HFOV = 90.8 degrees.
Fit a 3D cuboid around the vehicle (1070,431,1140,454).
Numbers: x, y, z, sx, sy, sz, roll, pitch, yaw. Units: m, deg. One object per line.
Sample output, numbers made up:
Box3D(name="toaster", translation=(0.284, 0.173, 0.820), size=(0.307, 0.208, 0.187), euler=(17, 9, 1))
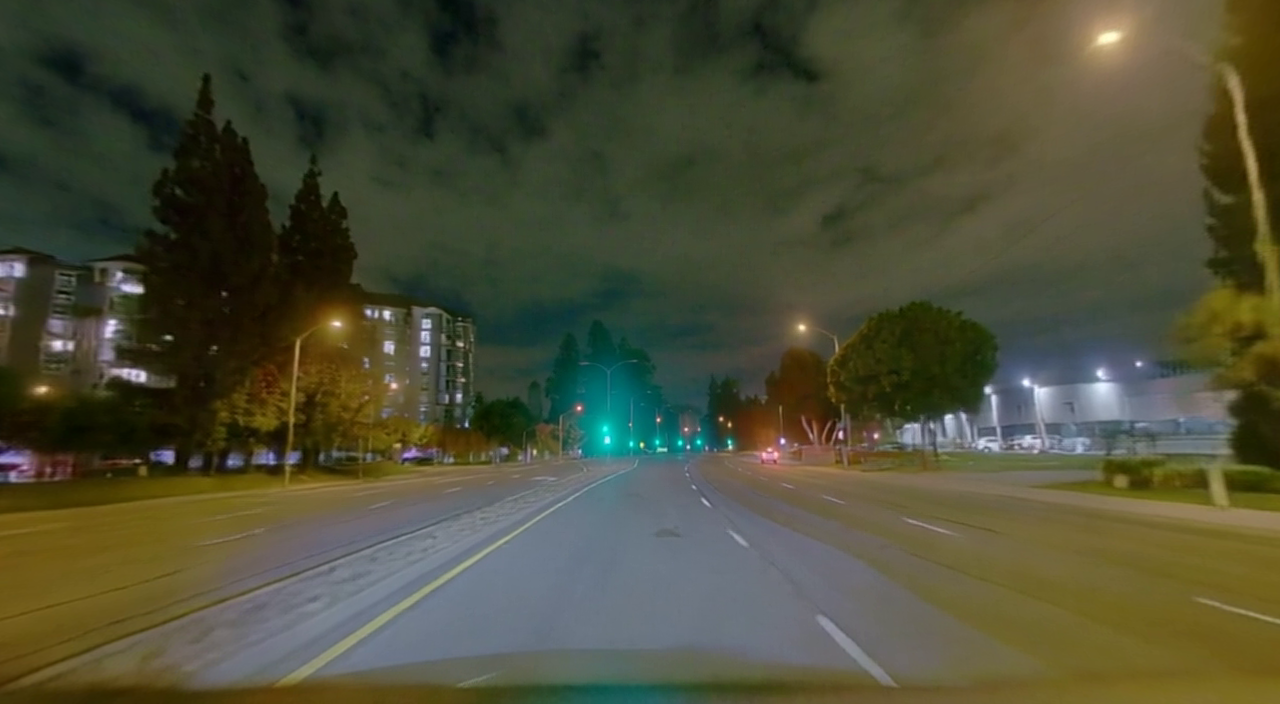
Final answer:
Box3D(name="vehicle", translation=(36.492, 7.127, 49.594), size=(4.540, 1.717, 1.926), euler=(2, -9, -16))
